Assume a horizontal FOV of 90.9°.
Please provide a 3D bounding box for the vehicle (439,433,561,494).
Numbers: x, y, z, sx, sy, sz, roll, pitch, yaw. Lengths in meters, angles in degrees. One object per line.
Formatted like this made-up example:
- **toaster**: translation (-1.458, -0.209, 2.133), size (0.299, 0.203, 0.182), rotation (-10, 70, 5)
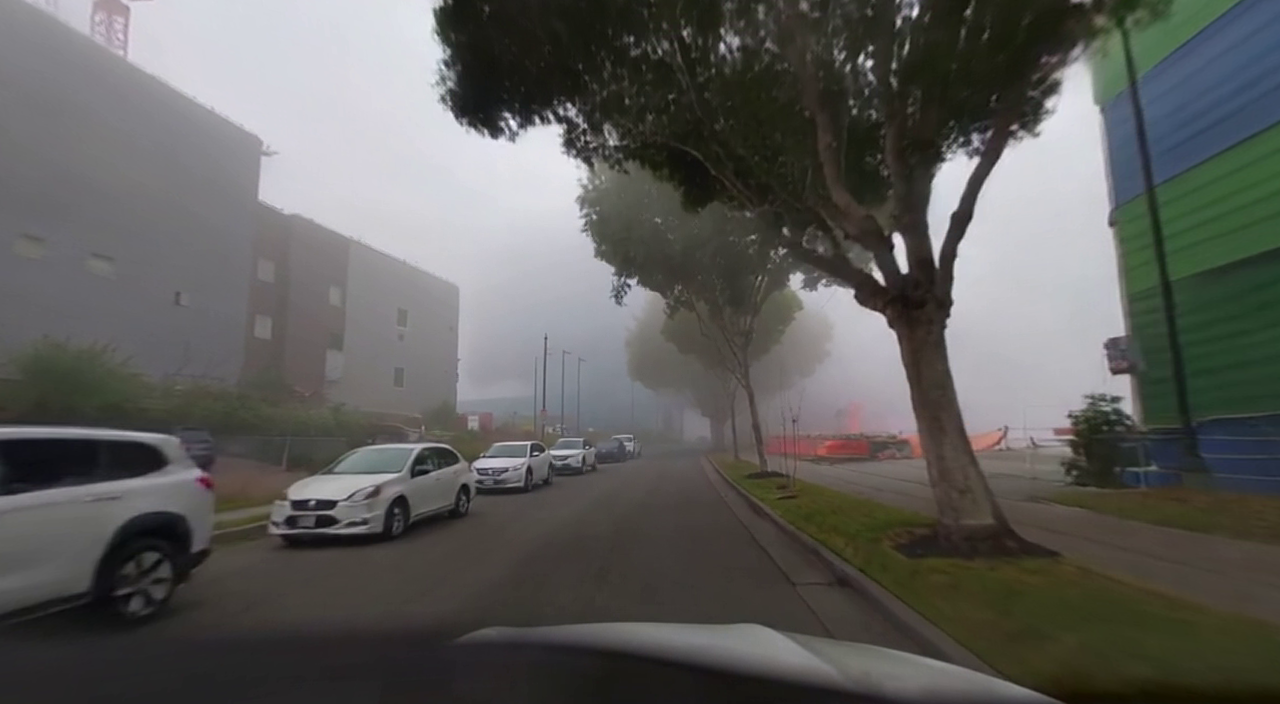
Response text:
- **vehicle**: translation (-3.621, 2.942, 17.172), size (1.996, 1.411, 4.370), rotation (-1, -8, 5)

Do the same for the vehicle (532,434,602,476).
- **vehicle**: translation (-2.742, 3.970, 24.715), size (1.948, 1.460, 4.394), rotation (-1, -8, 4)

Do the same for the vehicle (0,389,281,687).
- **vehicle**: translation (-4.448, 1.071, 3.799), size (1.913, 1.620, 3.982), rotation (-1, -8, 6)

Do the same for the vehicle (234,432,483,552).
- **vehicle**: translation (-3.975, 1.993, 9.762), size (1.806, 1.451, 3.878), rotation (-1, -8, 5)
